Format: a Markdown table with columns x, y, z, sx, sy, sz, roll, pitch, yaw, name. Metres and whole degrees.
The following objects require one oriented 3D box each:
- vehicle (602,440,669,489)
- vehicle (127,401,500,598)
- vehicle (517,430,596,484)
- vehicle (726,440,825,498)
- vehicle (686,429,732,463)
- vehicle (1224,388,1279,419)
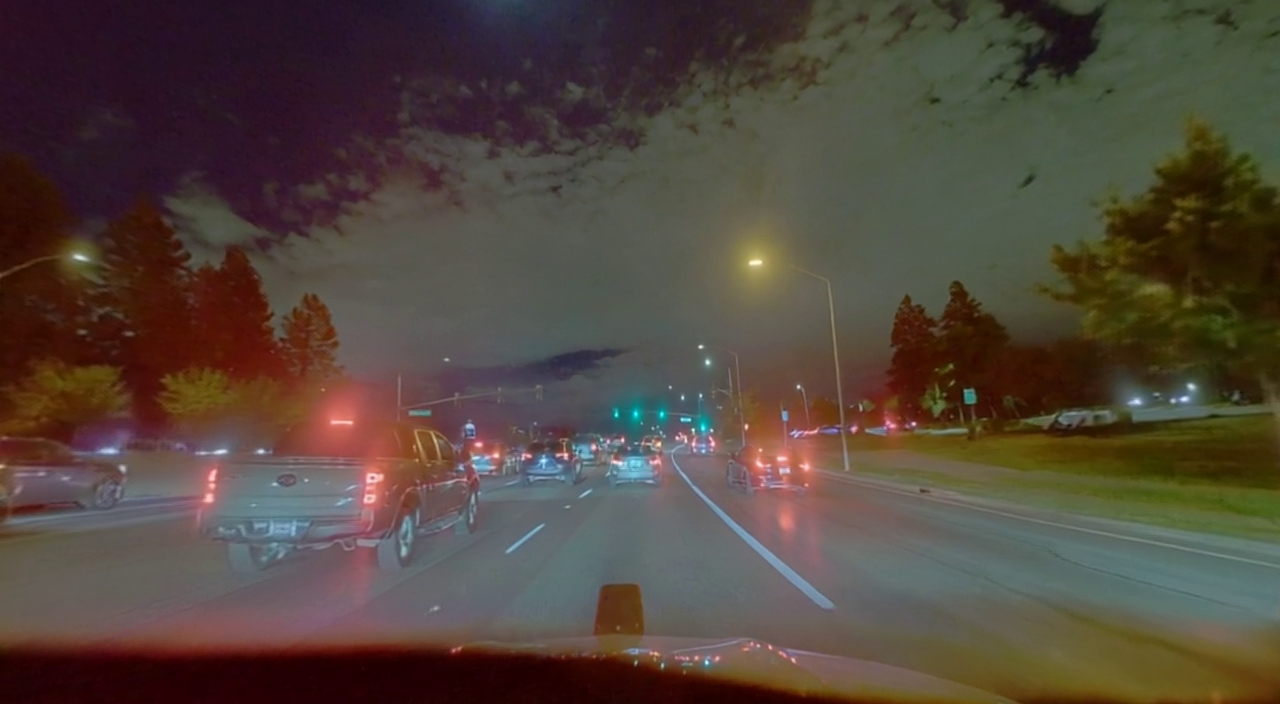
| x | y | z | sx | sy | sz | roll | pitch | yaw | name |
| --- | --- | --- | --- | --- | --- | --- | --- | --- | --- |
| -0.111 | 3.717 | 21.261 | 2.030 | 1.477 | 4.330 | 0 | -8 | 1 | vehicle |
| -3.514 | 1.707 | 8.359 | 2.111 | 1.745 | 5.274 | 0 | -8 | 0 | vehicle |
| -3.006 | 3.917 | 23.840 | 2.218 | 1.829 | 4.492 | -1 | -8 | 2 | vehicle |
| 3.795 | 3.339 | 18.471 | 1.884 | 1.463 | 4.195 | 0 | -8 | -1 | vehicle |
| 3.930 | 5.432 | 36.642 | 2.099 | 1.845 | 4.363 | 0 | -8 | -1 | vehicle |
| 44.084 | 3.627 | 43.955 | 5.388 | 2.023 | 2.174 | 1 | -8 | -12 | vehicle |
